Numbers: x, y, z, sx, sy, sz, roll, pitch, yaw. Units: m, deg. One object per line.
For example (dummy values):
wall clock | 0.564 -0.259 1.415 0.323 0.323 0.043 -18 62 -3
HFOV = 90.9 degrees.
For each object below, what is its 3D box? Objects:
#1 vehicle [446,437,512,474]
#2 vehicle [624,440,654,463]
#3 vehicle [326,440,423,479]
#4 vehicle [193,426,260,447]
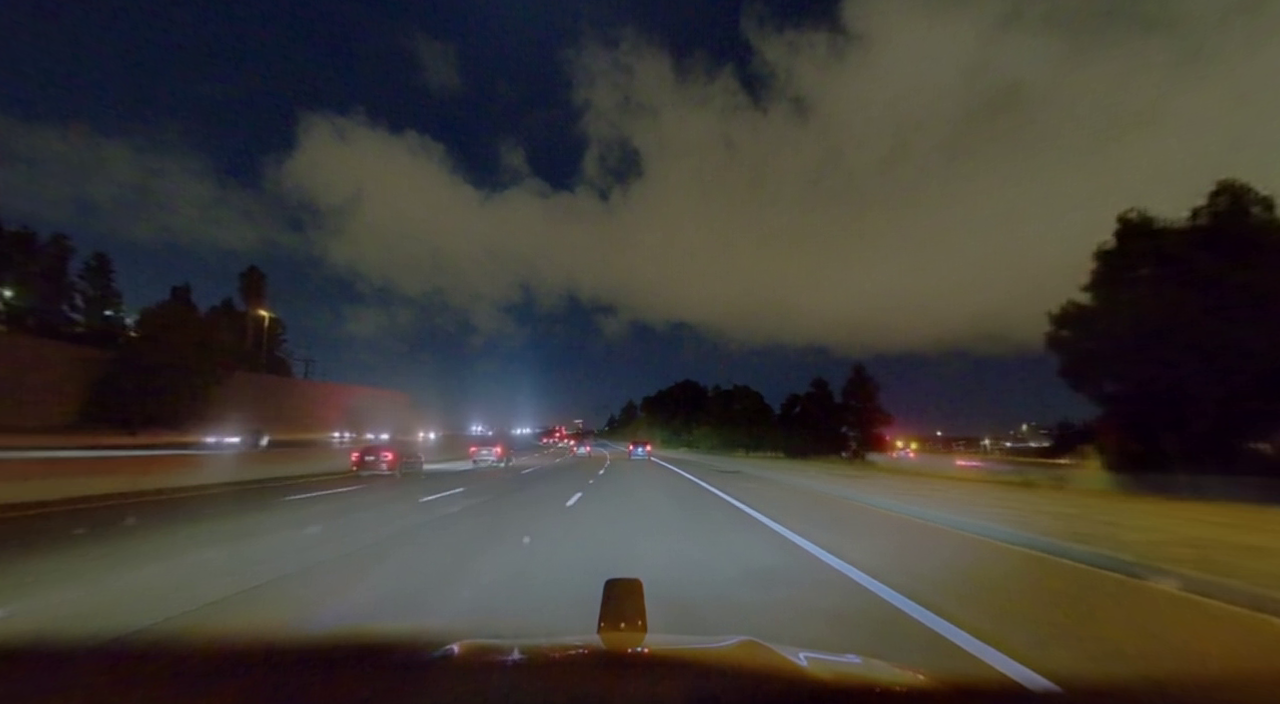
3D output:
vehicle | -7.529 4.861 29.899 2.086 1.628 4.039 0 -8 -1
vehicle | -0.128 6.503 41.382 1.881 1.460 3.694 0 -8 -1
vehicle | -11.115 4.509 26.840 1.935 1.474 5.033 0 -8 0
vehicle | -30.863 6.346 47.266 1.861 1.520 4.575 0 -8 1
